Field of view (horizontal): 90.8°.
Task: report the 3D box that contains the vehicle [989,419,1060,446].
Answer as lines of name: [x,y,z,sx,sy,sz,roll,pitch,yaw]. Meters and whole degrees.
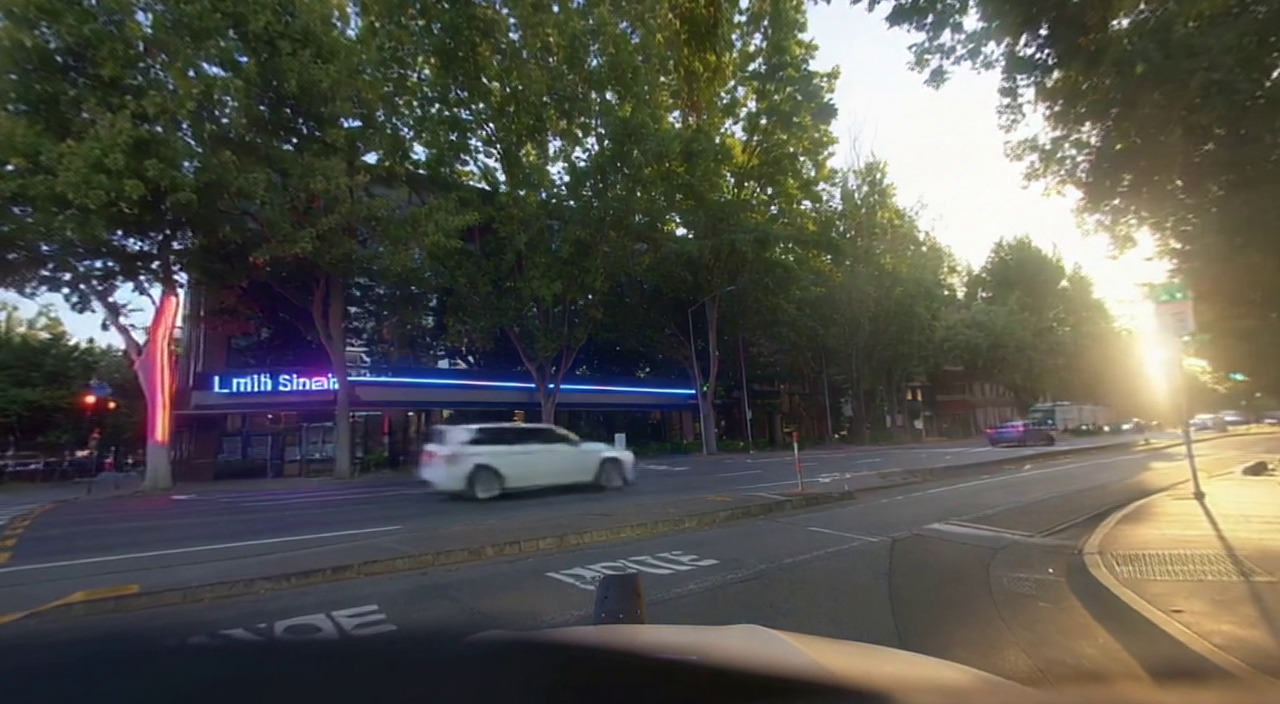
vehicle: [21.838,4.613,35.842,4.442,1.458,1.902,7,-11,-38]

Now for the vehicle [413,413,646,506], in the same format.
vehicle: [-2.106,2.110,12.682,4.182,1.536,1.885,7,-11,-37]
